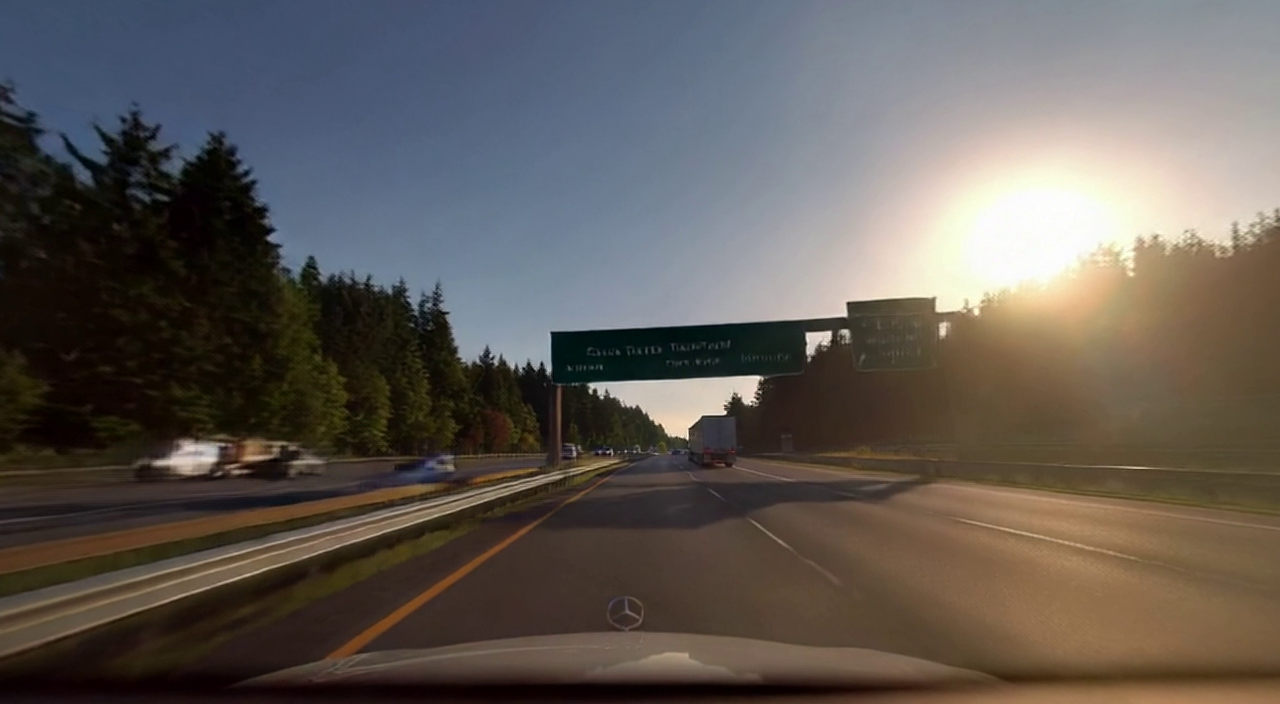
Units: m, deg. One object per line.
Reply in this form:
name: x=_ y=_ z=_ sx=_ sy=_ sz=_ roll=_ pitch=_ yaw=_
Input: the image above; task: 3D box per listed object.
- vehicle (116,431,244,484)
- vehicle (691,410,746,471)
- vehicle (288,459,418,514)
vehicle: x=-24.594 y=5.674 z=34.140 sx=2.337 sy=2.586 sz=6.144 roll=0 pitch=-9 yaw=-1
vehicle: x=5.737 y=6.910 z=48.630 sx=2.859 sy=3.984 sz=14.045 roll=0 pitch=-9 yaw=2
vehicle: x=-8.255 y=3.874 z=18.599 sx=1.840 sy=1.373 sz=4.152 roll=0 pitch=-9 yaw=1
